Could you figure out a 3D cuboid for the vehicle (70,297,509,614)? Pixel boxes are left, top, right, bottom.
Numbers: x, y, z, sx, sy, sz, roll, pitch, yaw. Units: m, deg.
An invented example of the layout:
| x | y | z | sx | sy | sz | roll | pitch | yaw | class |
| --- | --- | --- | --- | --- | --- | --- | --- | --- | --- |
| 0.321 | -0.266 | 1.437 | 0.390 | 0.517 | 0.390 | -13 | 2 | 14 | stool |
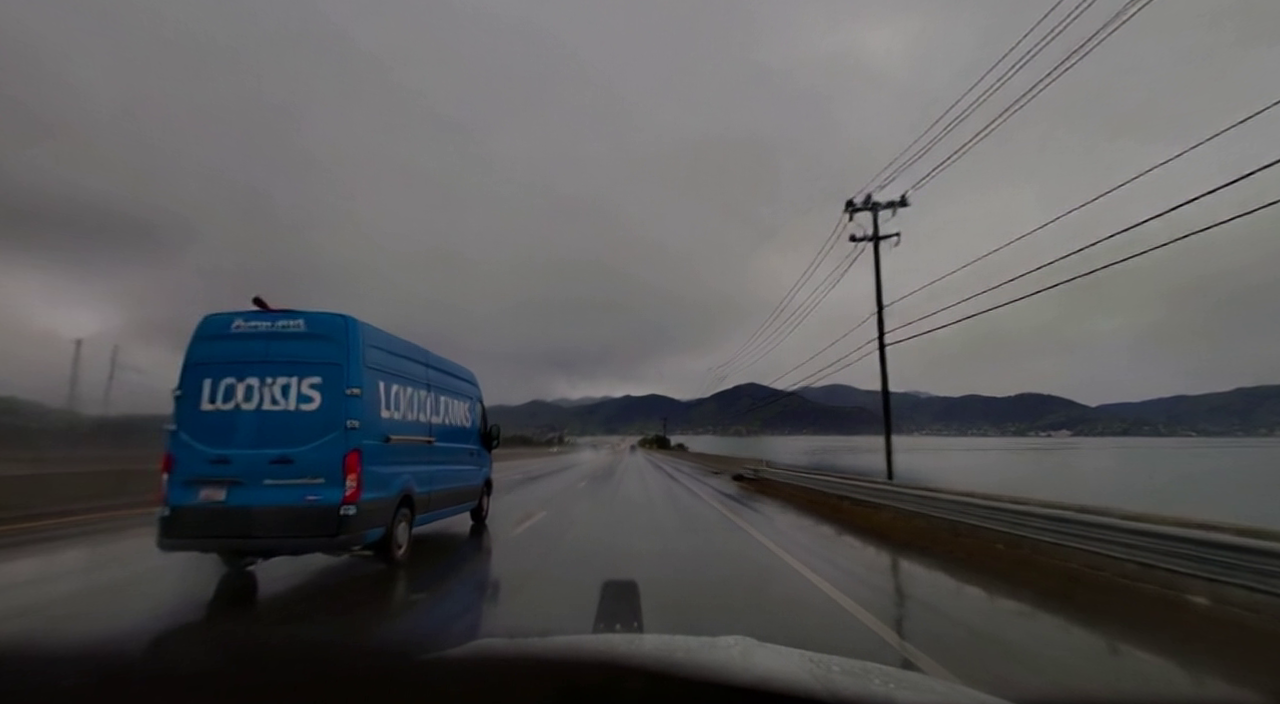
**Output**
| x | y | z | sx | sy | sz | roll | pitch | yaw | class |
| --- | --- | --- | --- | --- | --- | --- | --- | --- | --- |
| -3.697 | 1.349 | 8.836 | 2.331 | 2.757 | 6.581 | 0 | -8 | 0 | vehicle |
